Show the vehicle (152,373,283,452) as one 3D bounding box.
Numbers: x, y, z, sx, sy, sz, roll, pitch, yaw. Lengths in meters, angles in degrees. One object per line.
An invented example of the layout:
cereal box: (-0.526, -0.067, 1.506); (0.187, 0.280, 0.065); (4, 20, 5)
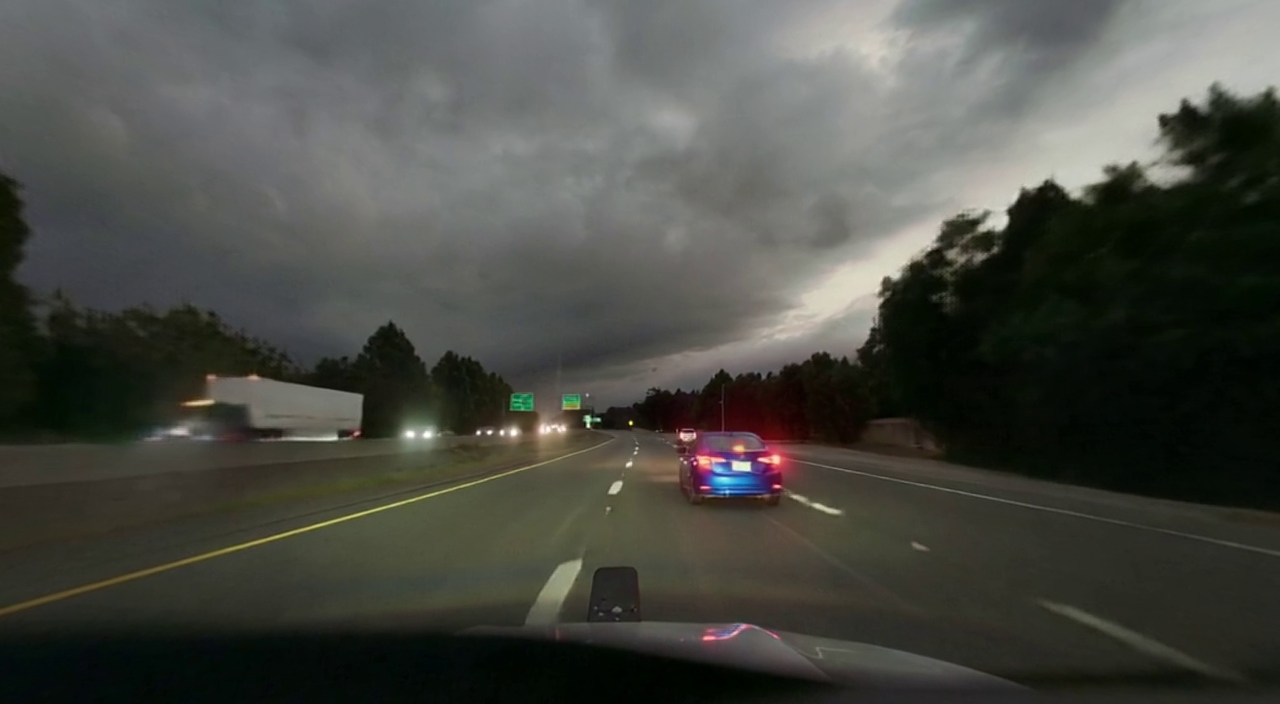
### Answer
vehicle: (-23.091, 3.430, 34.911); (2.981, 4.002, 5.893); (0, -8, 1)

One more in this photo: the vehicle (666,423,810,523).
vehicle: (1.520, 2.053, 11.393); (1.977, 1.443, 4.225); (0, -8, 1)

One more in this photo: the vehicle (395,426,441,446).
vehicle: (-16.616, 6.315, 47.381); (1.875, 1.454, 4.252); (0, -8, 1)
